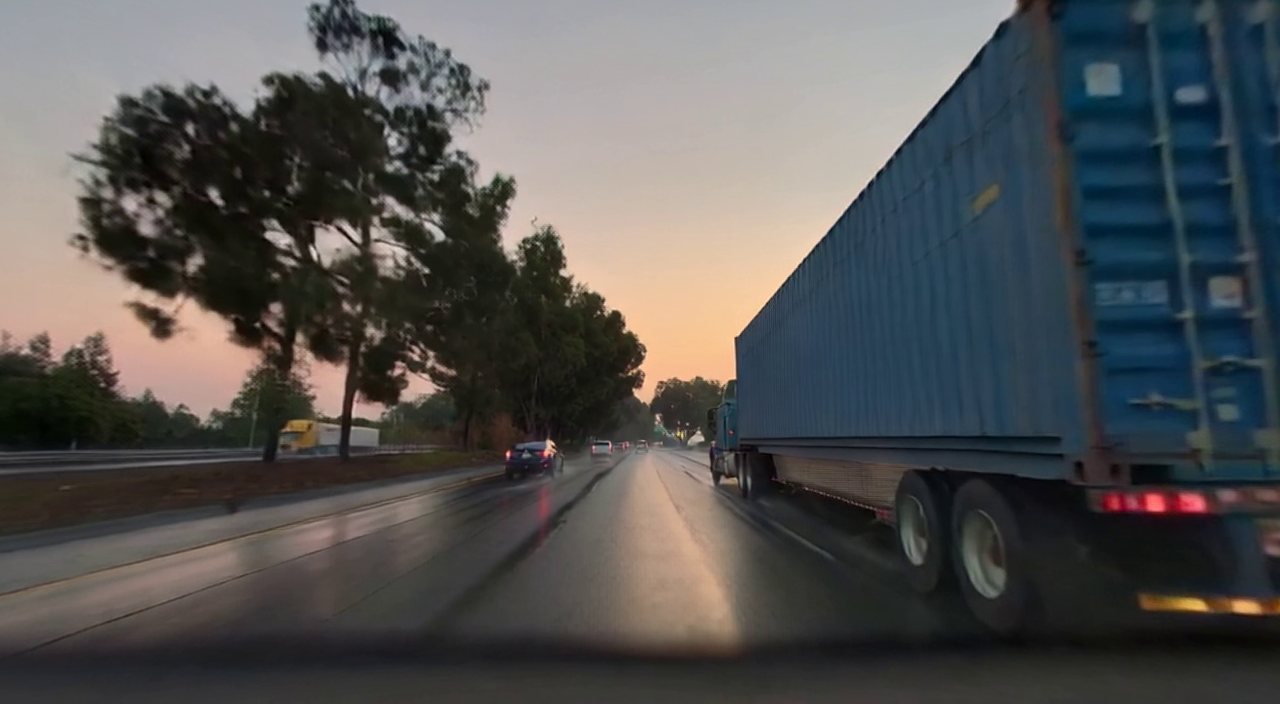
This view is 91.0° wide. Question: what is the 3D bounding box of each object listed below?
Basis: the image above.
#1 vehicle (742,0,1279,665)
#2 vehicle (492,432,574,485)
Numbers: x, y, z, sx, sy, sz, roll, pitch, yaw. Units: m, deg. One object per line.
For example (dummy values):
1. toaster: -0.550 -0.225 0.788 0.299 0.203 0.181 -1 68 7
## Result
1. vehicle: 4.112 0.563 10.092 2.893 3.992 13.605 0 -8 1
2. vehicle: -3.350 3.413 20.463 1.954 1.528 4.010 0 -9 0
